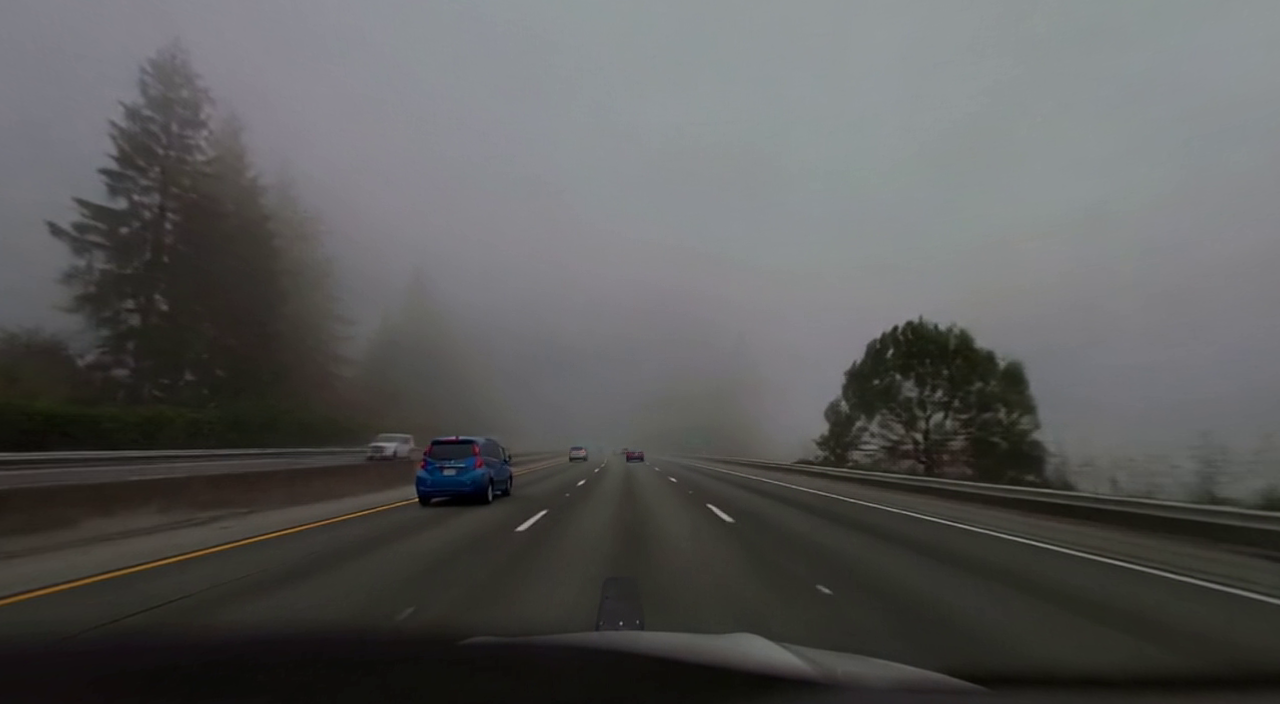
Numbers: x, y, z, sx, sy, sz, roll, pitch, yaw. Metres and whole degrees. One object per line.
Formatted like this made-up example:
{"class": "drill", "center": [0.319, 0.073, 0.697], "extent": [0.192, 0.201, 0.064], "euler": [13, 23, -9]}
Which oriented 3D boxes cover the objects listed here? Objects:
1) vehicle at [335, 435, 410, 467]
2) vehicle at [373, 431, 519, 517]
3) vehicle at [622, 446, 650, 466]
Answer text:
{"class": "vehicle", "center": [-13.434, 5.005, 32.013], "extent": [1.864, 1.484, 4.679], "euler": [0, -9, -1]}
{"class": "vehicle", "center": [-4.248, 2.726, 14.611], "extent": [2.088, 1.675, 4.108], "euler": [0, -9, -1]}
{"class": "vehicle", "center": [-0.358, 8.043, 49.077], "extent": [2.008, 1.499, 3.192], "euler": [0, -9, -3]}
